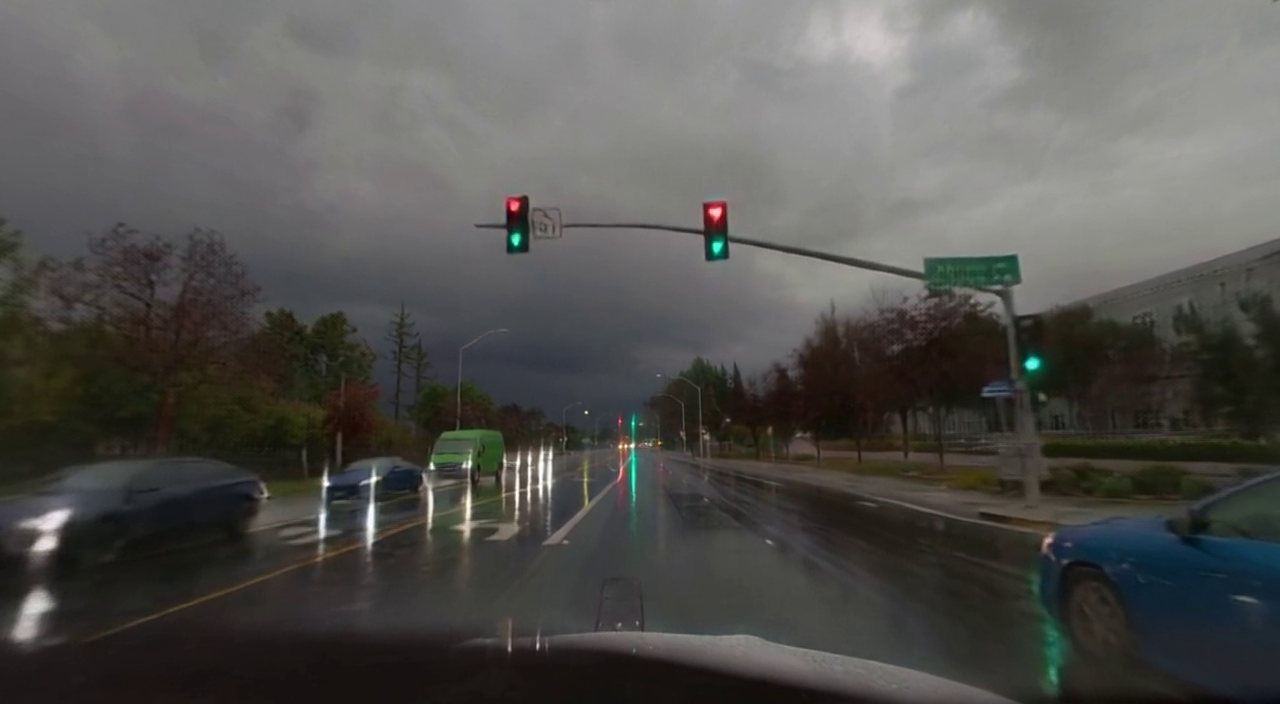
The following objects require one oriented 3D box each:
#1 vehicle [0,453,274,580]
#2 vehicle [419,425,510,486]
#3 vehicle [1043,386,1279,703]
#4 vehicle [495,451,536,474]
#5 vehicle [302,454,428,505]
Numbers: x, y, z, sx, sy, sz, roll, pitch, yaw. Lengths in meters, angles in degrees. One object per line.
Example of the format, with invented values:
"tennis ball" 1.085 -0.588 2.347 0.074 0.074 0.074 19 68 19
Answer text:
"vehicle" -8.122 2.387 10.097 1.906 1.468 4.686 0 -8 -3
"vehicle" -8.679 5.211 32.193 2.617 2.736 6.621 0 -8 1
"vehicle" 3.968 0.834 2.067 2.129 1.581 4.780 0 -8 0
"vehicle" -8.667 7.700 44.317 1.959 1.469 4.369 0 -8 0
"vehicle" -9.055 4.202 21.314 2.190 1.455 4.516 0 -8 0
